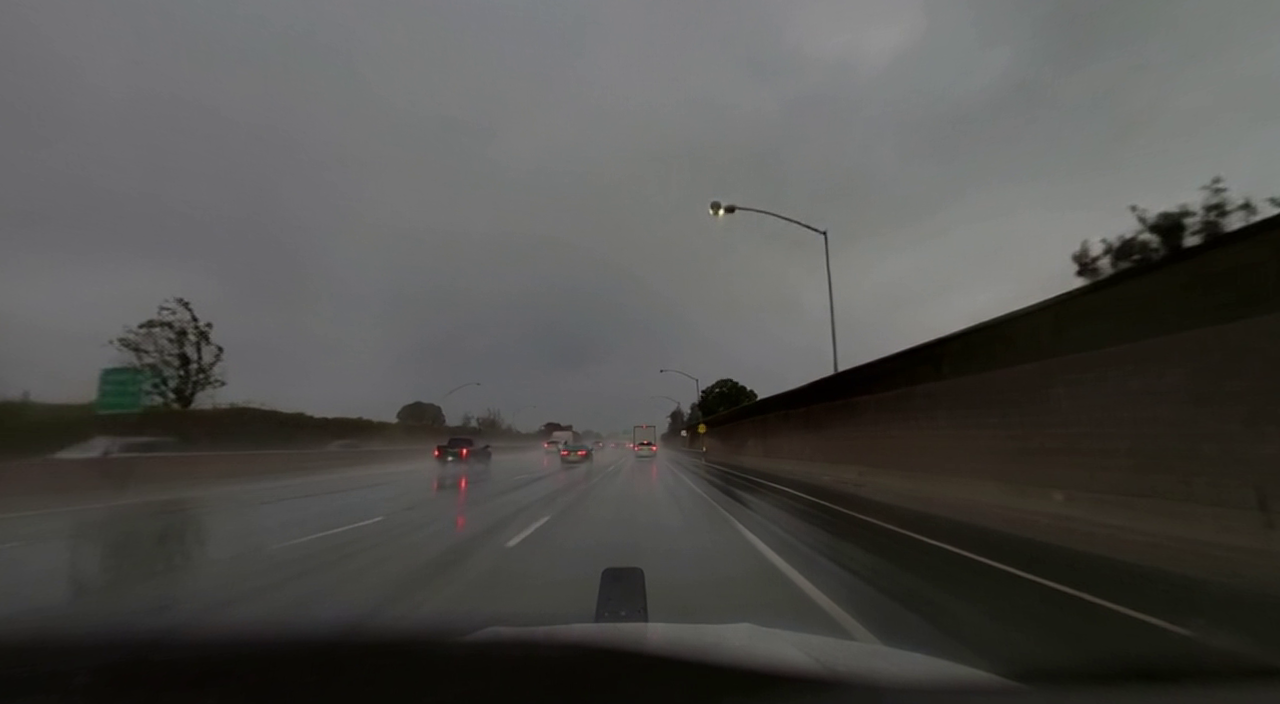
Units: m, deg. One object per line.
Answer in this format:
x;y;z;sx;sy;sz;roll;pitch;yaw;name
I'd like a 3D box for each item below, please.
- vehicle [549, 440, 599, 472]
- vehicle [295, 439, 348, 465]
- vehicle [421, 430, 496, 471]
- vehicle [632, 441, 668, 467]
-3.246;5.218;31.779;2.056;1.480;4.022;0;-8;1;vehicle
-19.086;5.975;37.911;1.435;1.355;3.223;3;-8;0;vehicle
-9.902;5.418;34.934;2.339;2.018;5.790;0;-8;1;vehicle
0.592;6.212;38.722;2.073;1.480;4.343;0;-8;0;vehicle
